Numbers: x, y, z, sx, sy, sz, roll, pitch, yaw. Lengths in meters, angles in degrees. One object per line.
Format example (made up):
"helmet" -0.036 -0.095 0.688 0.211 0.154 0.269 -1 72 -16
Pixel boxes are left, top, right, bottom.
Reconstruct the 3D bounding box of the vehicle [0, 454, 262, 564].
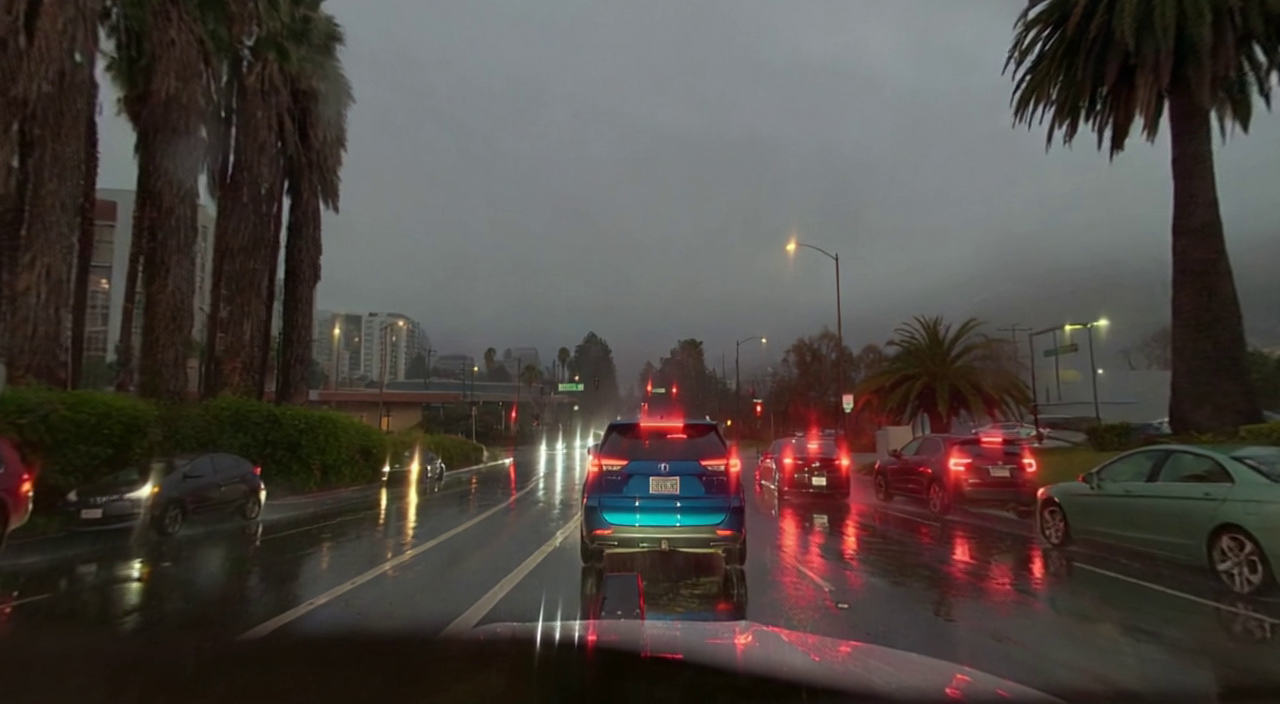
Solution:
"vehicle" -9.559 2.785 11.913 2.054 1.467 4.595 -4 -8 0

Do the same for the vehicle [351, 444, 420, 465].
"vehicle" -18.739 7.508 46.648 1.759 1.457 4.297 -7 -11 38

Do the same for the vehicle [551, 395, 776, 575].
"vehicle" 0.253 1.652 8.572 2.264 1.798 4.258 0 -8 1

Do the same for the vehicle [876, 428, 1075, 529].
"vehicle" 6.663 2.528 13.238 1.930 1.736 4.329 -1 -8 3

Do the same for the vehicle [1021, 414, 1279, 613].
"vehicle" 6.435 1.600 6.926 1.935 1.672 4.139 0 -8 1
